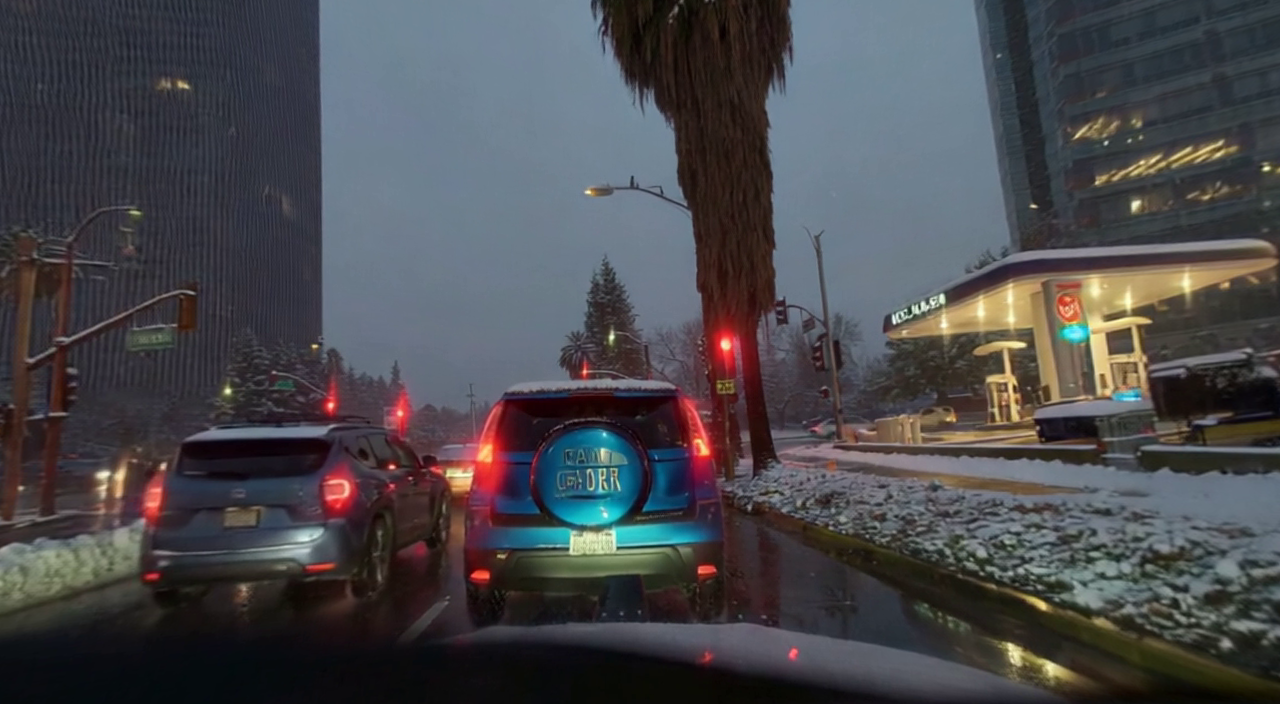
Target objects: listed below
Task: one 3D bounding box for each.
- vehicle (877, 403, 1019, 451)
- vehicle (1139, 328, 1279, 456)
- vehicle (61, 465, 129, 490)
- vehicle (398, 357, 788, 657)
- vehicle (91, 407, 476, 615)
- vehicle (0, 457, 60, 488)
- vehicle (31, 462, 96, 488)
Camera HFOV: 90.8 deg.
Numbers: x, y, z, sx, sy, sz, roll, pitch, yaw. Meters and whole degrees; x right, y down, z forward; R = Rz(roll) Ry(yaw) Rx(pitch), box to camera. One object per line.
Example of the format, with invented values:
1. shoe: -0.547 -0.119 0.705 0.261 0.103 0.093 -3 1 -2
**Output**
1. vehicle: 13.432 3.326 27.797 5.033 1.999 2.259 0 -8 -4
2. vehicle: 9.994 0.630 8.855 4.374 1.571 1.963 0 -8 -4
3. vehicle: -38.260 8.789 44.465 2.008 1.528 3.242 0 -8 -6
4. vehicle: -0.470 1.340 6.601 2.519 1.913 4.819 0 -8 -5
5. vehicle: -3.598 1.683 7.821 2.097 1.692 5.030 0 -8 -4
6. vehicle: -43.119 8.415 44.016 1.951 1.752 3.911 -6 -5 -4
7. vehicle: -40.613 8.637 44.582 1.568 1.425 3.415 -5 -6 -5
